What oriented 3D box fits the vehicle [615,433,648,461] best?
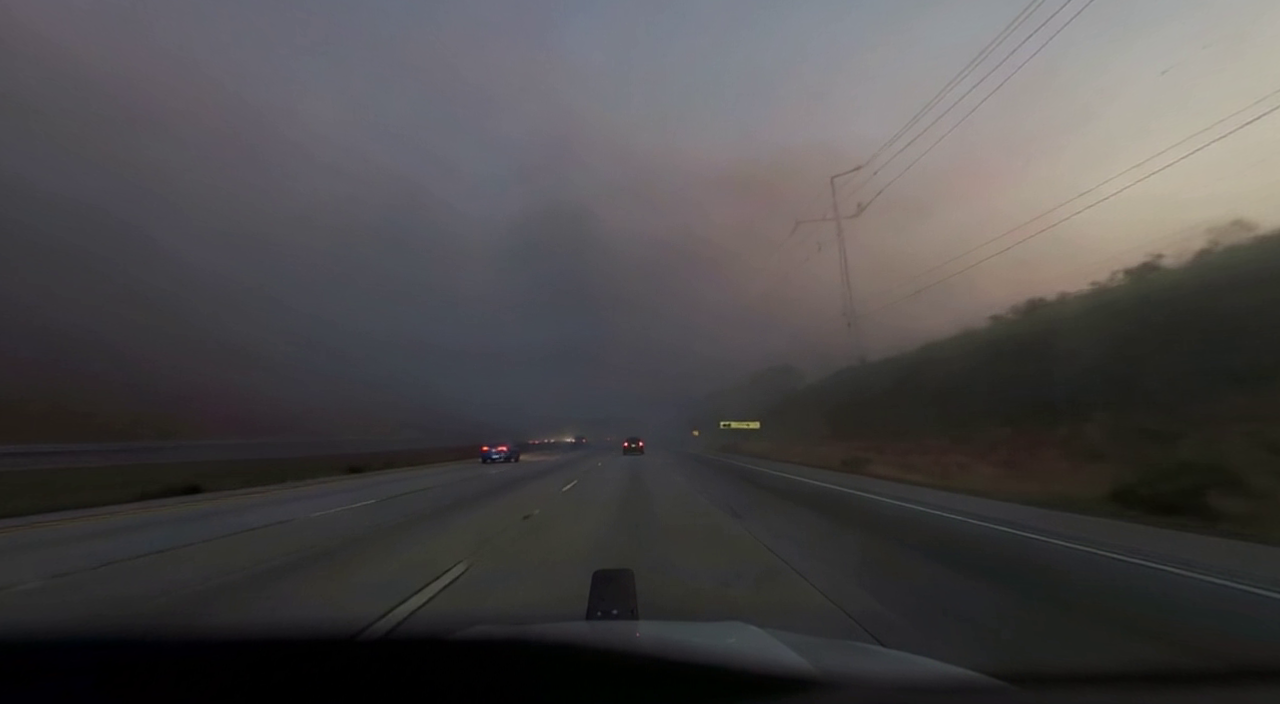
[{"bbox_3d":[-0.576,6.223,41.192,2.040,1.715,3.906,0,-8,-1],"label":"vehicle"}]

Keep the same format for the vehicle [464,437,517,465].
[{"bbox_3d":[-8.618,5.732,36.651,2.047,1.486,4.306,0,-8,-1],"label":"vehicle"}]
